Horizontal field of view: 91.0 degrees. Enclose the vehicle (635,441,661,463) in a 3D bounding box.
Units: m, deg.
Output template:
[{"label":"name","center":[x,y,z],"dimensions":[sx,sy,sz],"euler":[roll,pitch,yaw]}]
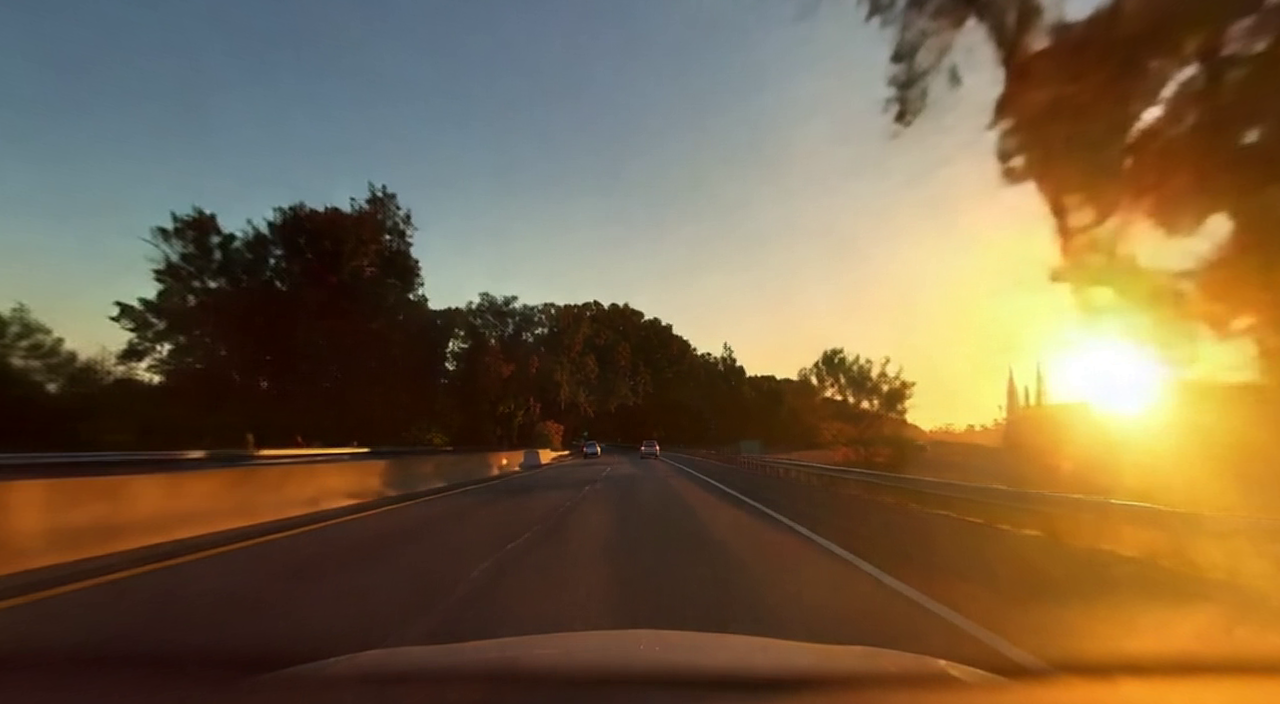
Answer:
[{"label":"vehicle","center":[0.584,7.650,48.287],"dimensions":[1.966,1.542,3.979],"euler":[0,-8,0]}]
